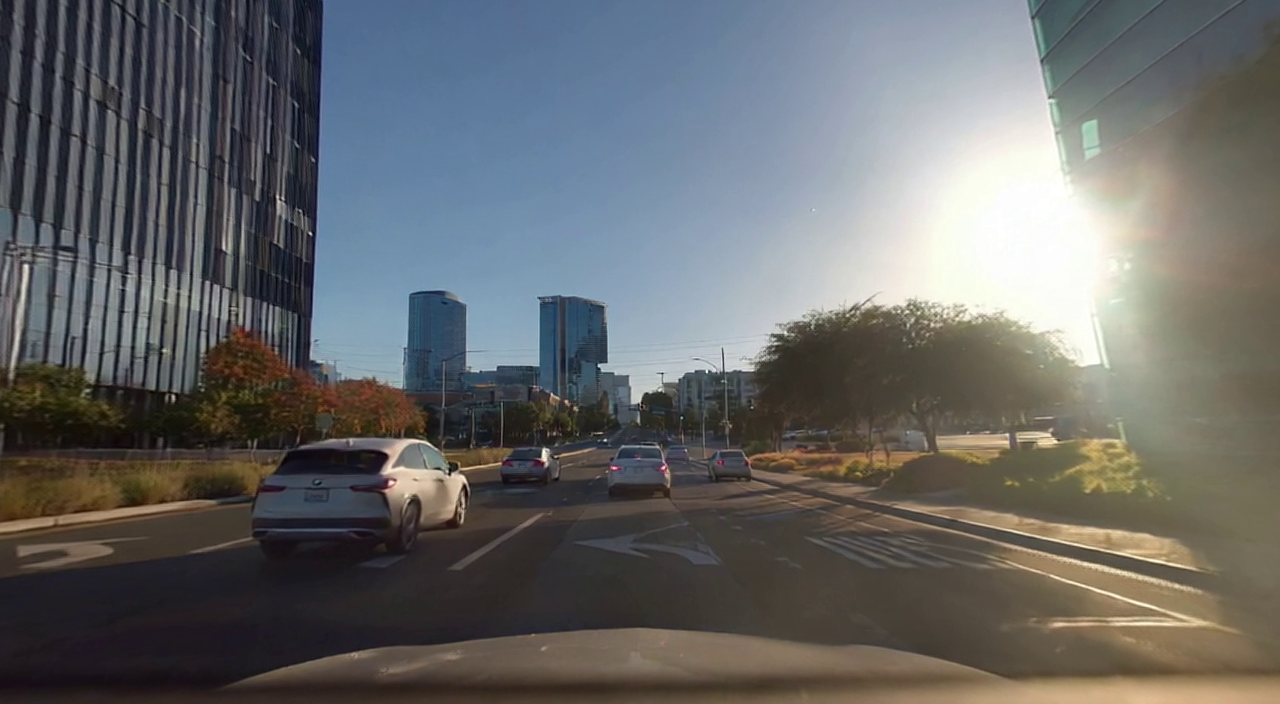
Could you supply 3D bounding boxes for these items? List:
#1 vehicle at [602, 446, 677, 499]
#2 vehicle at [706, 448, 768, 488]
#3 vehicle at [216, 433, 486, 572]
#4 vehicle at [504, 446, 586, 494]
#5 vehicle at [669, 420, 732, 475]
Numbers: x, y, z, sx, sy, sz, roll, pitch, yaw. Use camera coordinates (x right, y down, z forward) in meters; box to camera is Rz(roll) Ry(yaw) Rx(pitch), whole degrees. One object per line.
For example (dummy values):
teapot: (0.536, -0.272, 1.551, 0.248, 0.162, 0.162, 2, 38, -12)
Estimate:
vehicle: (0.018, 3.831, 20.496, 2.174, 1.509, 4.374, 0, -9, 1)
vehicle: (4.010, 4.849, 26.663, 1.940, 1.514, 4.187, 0, -9, 0)
vehicle: (-3.749, 2.000, 9.186, 1.933, 1.520, 4.195, 0, -9, 0)
vehicle: (-3.234, 4.100, 22.332, 2.044, 1.508, 4.479, 0, -9, 2)
vehicle: (3.994, 6.808, 44.963, 3.074, 3.316, 12.953, 0, -9, -1)
